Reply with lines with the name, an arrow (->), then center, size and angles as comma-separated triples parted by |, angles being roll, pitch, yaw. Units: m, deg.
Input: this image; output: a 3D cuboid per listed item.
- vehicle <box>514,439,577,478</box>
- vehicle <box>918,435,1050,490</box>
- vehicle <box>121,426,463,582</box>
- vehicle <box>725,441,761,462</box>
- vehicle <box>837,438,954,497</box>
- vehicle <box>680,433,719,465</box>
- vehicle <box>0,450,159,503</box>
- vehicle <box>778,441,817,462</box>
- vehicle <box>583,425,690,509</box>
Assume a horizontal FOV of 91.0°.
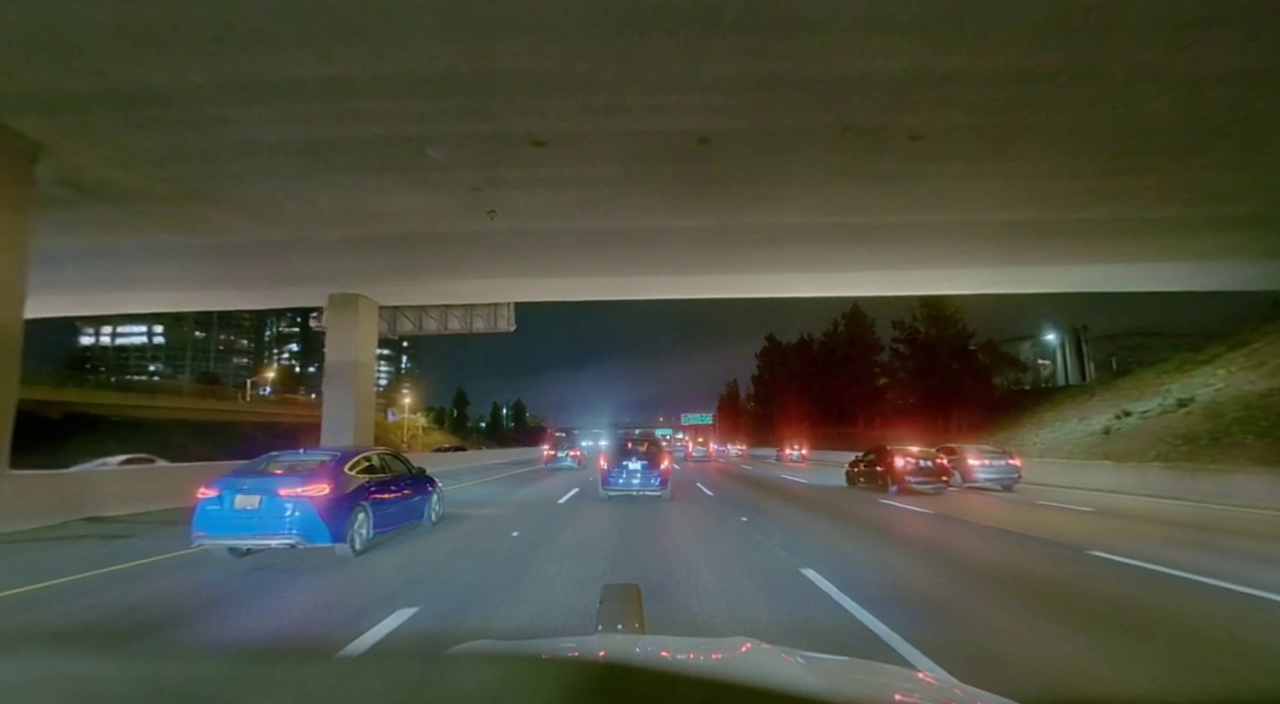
vehicle -> -3.920, 4.490, 26.806 | 1.947, 1.516, 4.295 | 0, -9, 1
vehicle -> 11.468, 3.706, 21.408 | 1.992, 1.625, 4.359 | 0, -9, 0
vehicle -> -4.016, 1.815, 8.384 | 1.974, 1.478, 4.412 | 0, -9, 1
vehicle -> 7.769, 7.540, 47.857 | 1.963, 1.482, 4.436 | 0, -9, 0
vehicle -> 7.246, 3.301, 18.310 | 1.880, 1.526, 3.641 | 0, -9, 0
vehicle -> 3.768, 6.232, 40.455 | 2.069, 1.876, 4.447 | 0, -9, 0
vehicle -> -18.510, 3.983, 20.652 | 1.839, 1.495, 4.458 | 0, -9, 1
vehicle -> 11.818, 7.503, 47.569 | 1.868, 1.468, 4.168 | 0, -9, 0
vehicle -> -0.071, 2.664, 14.959 | 2.181, 1.697, 4.021 | 0, -9, 0
